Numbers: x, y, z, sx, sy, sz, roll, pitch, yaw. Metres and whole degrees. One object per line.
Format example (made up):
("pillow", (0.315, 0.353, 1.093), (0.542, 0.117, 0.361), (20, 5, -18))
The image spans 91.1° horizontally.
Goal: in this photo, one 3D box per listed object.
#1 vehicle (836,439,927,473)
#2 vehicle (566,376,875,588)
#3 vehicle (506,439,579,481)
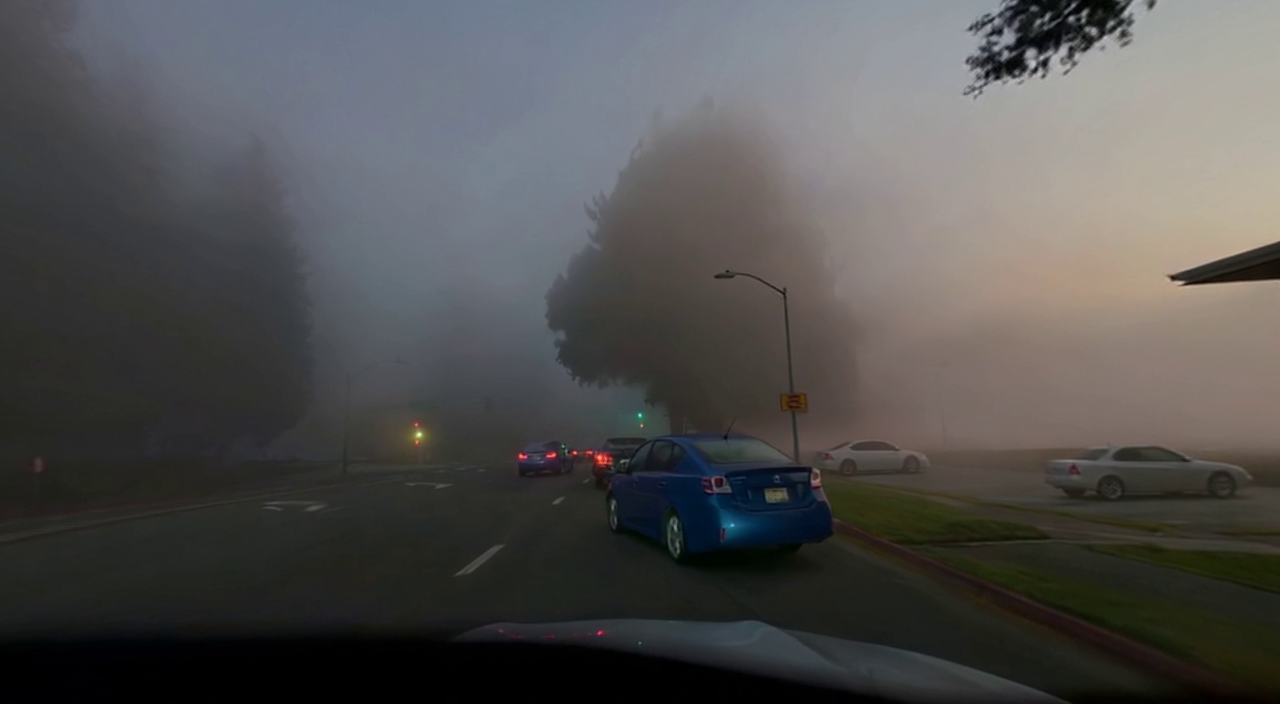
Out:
("vehicle", (12.130, 5.216, 31.598), (3.811, 1.557, 1.800), (1, -9, -10))
("vehicle", (0.628, 1.568, 8.409), (2.052, 1.955, 4.642), (3, -9, -21))
("vehicle", (-3.657, 4.162, 24.441), (2.026, 1.466, 4.282), (0, -8, 2))
